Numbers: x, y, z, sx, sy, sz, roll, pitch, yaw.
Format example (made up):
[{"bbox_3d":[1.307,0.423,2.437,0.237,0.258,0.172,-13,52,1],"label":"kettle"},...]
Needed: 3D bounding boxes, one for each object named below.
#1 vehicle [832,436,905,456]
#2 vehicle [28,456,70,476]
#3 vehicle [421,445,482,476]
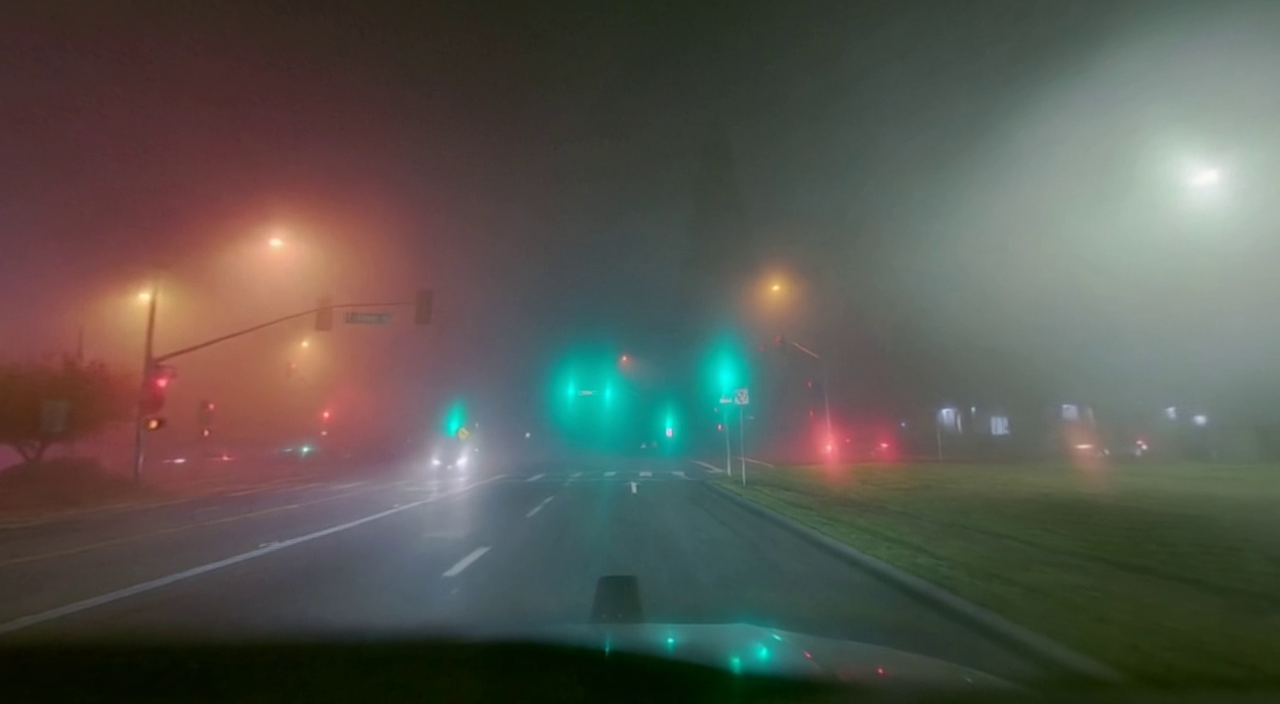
[{"bbox_3d":[16.605,6.875,46.189,4.720,1.410,1.784,-1,-9,9],"label":"vehicle"},{"bbox_3d":[-46.393,8.926,49.645,2.023,1.437,4.102,8,-11,-39],"label":"vehicle"},{"bbox_3d":[-10.324,5.939,34.875,2.035,1.461,4.465,-4,-8,-1],"label":"vehicle"}]
